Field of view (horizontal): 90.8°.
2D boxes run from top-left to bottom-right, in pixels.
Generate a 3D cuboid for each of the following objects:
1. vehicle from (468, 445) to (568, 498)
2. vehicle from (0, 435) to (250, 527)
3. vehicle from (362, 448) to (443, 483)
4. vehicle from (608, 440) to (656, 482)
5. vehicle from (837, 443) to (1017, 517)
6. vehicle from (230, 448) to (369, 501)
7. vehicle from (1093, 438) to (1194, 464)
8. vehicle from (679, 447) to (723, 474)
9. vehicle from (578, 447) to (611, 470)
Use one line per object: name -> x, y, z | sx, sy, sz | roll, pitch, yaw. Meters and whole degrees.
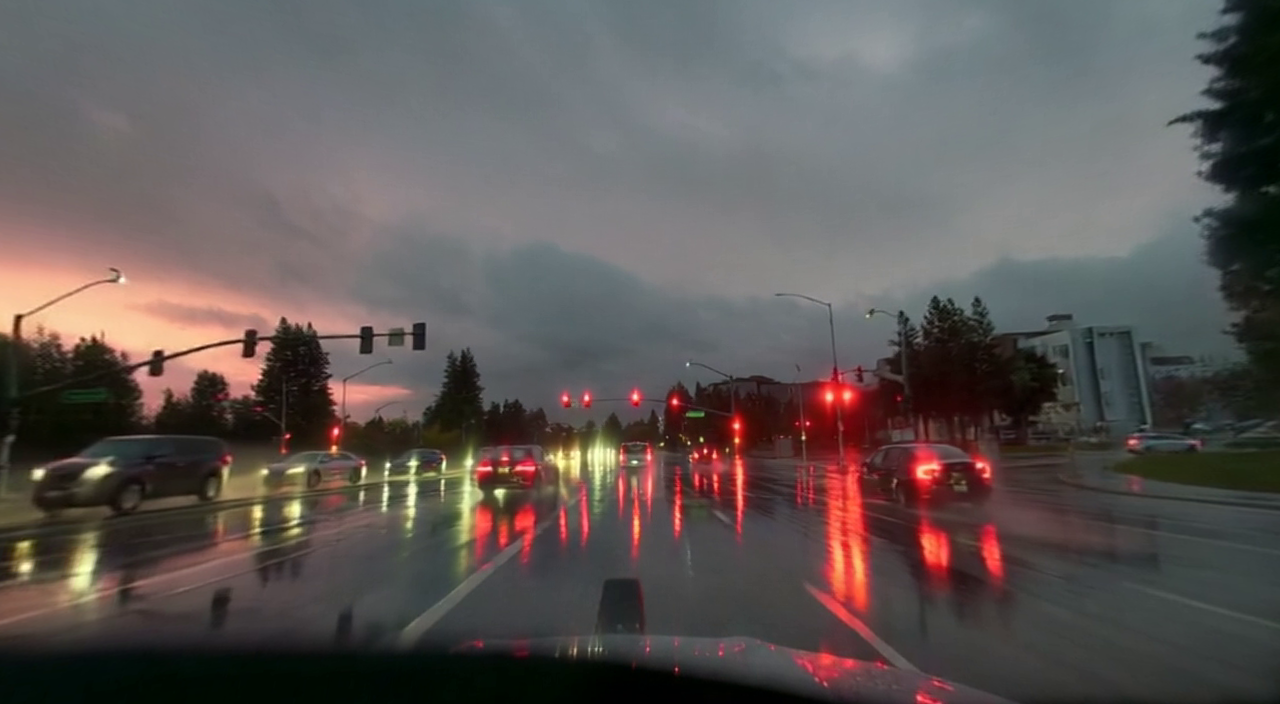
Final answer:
vehicle -> -3.708, 3.692, 20.047 | 2.163, 1.474, 4.413 | 0, -8, 2
vehicle -> -10.906, 2.707, 13.863 | 2.026, 1.706, 4.041 | 0, -8, 1
vehicle -> -10.983, 5.265, 29.586 | 2.047, 1.479, 4.228 | 0, -8, 2
vehicle -> -0.331, 4.869, 28.578 | 2.008, 1.716, 4.125 | 0, -8, 0
vehicle -> 6.440, 2.892, 14.921 | 2.028, 1.451, 4.625 | 0, -8, -1
vehicle -> -10.739, 3.852, 20.377 | 1.924, 1.479, 4.508 | 0, -8, 0
vehicle -> 29.381, 5.775, 36.899 | 4.568, 1.475, 2.022 | 2, -9, -12
vehicle -> 3.425, 6.162, 36.137 | 2.014, 1.430, 4.103 | 0, -8, -2
vehicle -> -3.093, 7.308, 43.678 | 2.002, 1.502, 4.057 | 0, -8, 0
